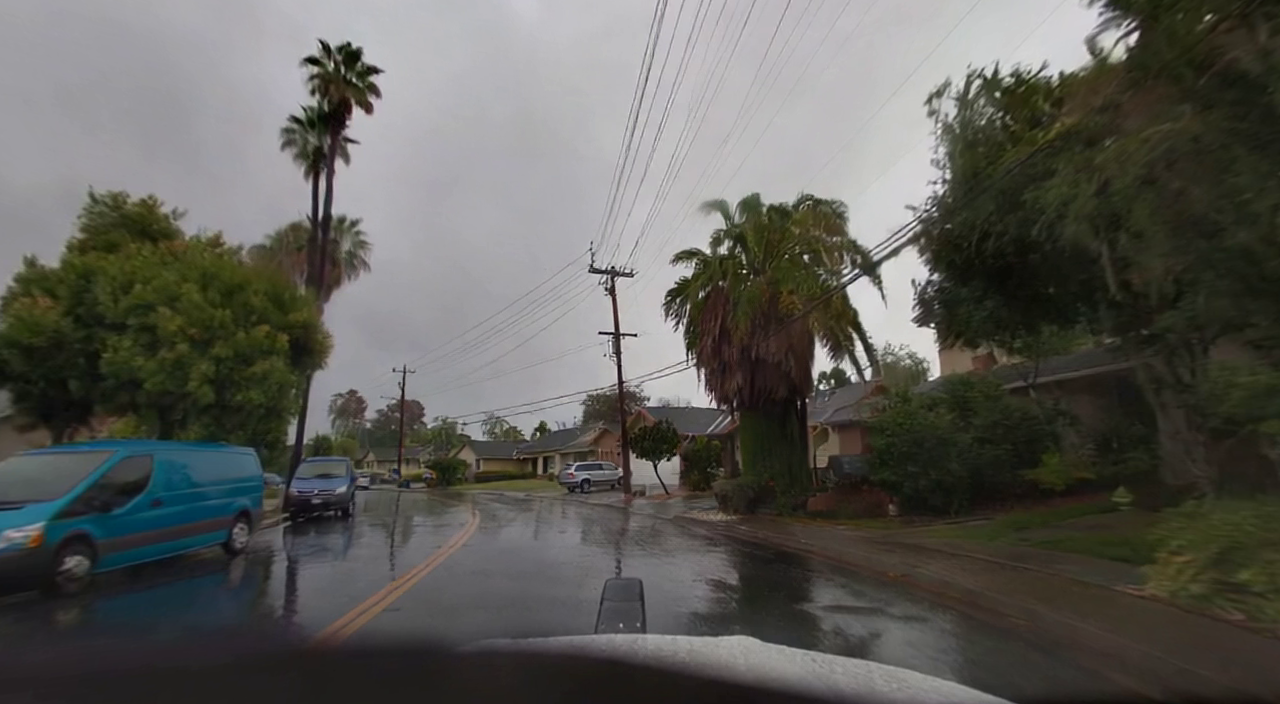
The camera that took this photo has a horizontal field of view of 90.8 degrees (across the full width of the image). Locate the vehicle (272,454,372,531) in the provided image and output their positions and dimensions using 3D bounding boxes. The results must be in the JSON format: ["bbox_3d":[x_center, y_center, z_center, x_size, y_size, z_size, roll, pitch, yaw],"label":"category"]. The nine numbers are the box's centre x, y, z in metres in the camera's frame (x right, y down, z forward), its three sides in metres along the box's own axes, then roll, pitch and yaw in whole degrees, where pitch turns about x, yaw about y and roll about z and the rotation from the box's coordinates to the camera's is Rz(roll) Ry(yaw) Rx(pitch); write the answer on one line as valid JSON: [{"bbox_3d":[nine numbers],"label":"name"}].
[{"bbox_3d":[-11.038,4.854,22.455,2.552,2.134,6.076,0,-10,-21],"label":"vehicle"}]

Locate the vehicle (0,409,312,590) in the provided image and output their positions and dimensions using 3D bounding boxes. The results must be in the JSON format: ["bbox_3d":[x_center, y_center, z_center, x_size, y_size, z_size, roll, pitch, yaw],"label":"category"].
[{"bbox_3d":[-7.904,2.481,10.339,2.677,2.033,6.011,-2,-14,-9],"label":"vehicle"}]

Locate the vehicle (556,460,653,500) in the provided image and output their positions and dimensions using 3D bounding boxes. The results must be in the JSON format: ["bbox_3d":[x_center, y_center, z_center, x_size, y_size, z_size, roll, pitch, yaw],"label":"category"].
[{"bbox_3d":[-2.030,7.367,36.863,5.102,2.040,2.472,6,-10,-33],"label":"vehicle"}]
